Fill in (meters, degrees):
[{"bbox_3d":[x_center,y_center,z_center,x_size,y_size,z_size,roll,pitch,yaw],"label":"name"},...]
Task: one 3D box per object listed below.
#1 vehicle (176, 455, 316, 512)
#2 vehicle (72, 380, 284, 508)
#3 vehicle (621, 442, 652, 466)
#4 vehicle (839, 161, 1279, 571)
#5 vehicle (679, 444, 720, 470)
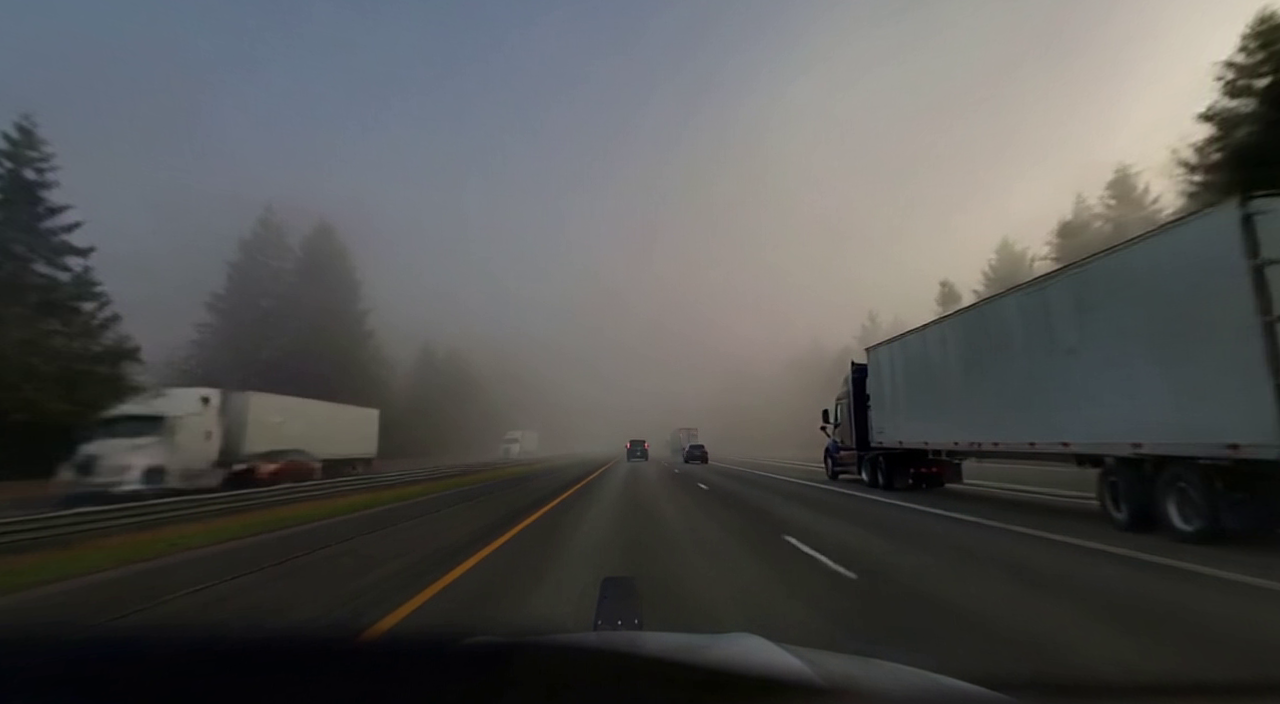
[{"bbox_3d":[-12.338,4.093,20.025,1.862,1.549,3.996,0,-9,0],"label":"vehicle"},{"bbox_3d":[-16.666,3.418,23.422,2.998,4.091,6.130,0,-9,0],"label":"vehicle"},{"bbox_3d":[-0.265,7.497,46.337,2.114,1.706,4.106,0,-9,0],"label":"vehicle"},{"bbox_3d":[7.818,1.026,12.106,3.044,4.073,14.016,0,-9,-1],"label":"vehicle"},{"bbox_3d":[3.627,6.502,39.112,2.025,1.534,4.179,0,-9,-1],"label":"vehicle"}]
